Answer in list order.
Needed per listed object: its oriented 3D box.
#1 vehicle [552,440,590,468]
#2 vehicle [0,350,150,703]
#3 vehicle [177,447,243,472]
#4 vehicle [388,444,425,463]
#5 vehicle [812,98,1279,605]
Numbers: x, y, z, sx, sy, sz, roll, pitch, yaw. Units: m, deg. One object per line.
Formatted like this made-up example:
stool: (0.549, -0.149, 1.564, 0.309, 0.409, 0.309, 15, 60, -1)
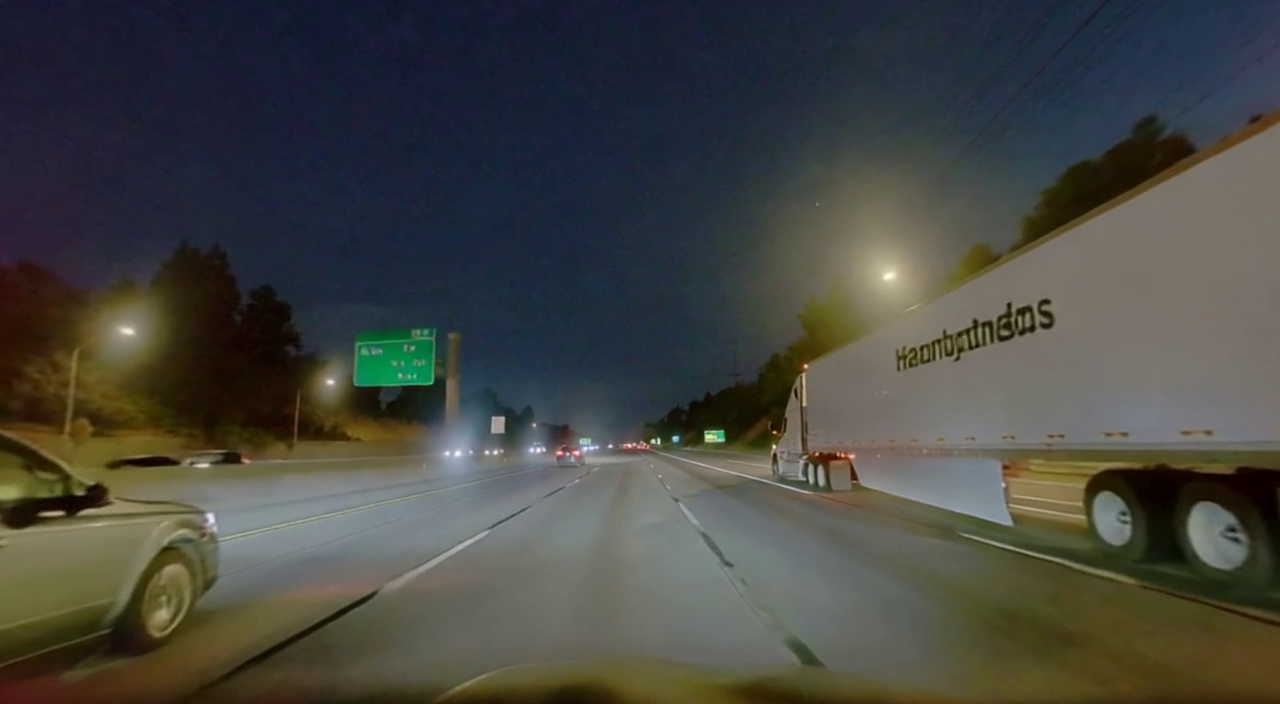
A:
vehicle: (-4.387, 6.561, 40.733, 2.027, 1.651, 4.099, 0, -9, 0)
vehicle: (-3.973, 0.586, 1.359, 2.084, 1.634, 4.693, 0, -9, -1)
vehicle: (-25.656, 6.418, 37.843, 1.550, 1.378, 3.425, 0, -9, -1)
vehicle: (-18.020, 7.847, 48.949, 1.554, 1.383, 3.328, 0, -9, 0)
vehicle: (6.745, 0.838, 10.845, 2.919, 4.195, 15.833, 0, -9, -1)
